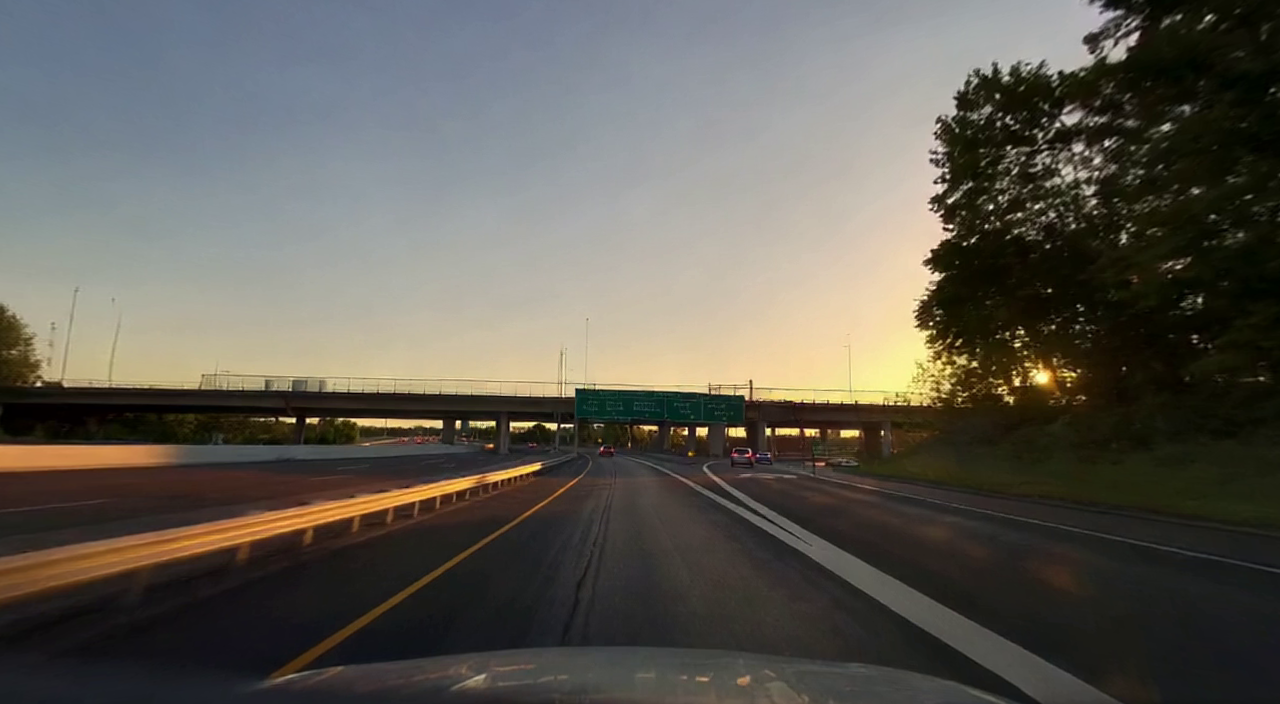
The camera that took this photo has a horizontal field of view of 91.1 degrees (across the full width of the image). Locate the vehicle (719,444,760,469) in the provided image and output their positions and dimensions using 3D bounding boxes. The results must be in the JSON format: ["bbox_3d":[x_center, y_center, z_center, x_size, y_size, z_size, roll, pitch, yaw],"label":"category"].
[{"bbox_3d":[6.065,6.411,38.709,2.129,1.444,3.649,-1,-9,3],"label":"vehicle"}]
